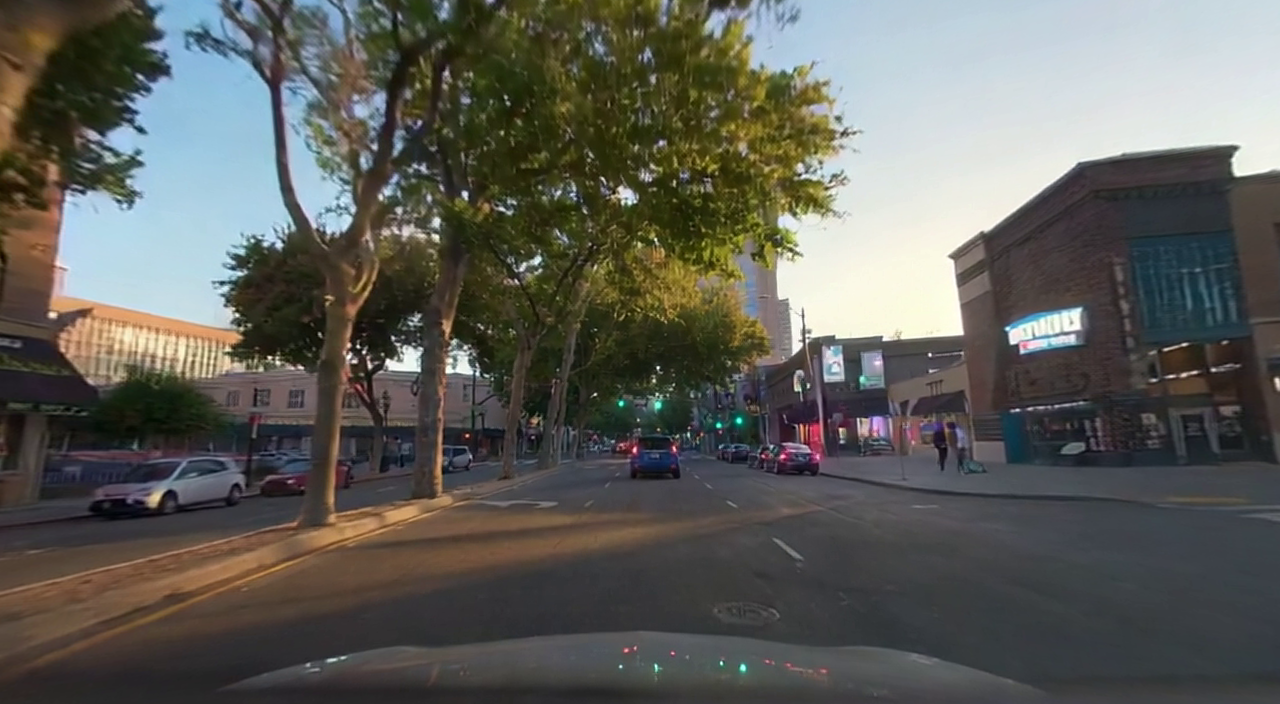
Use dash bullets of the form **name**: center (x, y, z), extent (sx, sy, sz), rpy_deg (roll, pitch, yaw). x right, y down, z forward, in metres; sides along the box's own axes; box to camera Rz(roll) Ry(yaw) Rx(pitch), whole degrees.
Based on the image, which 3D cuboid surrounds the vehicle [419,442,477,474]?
- **vehicle**: center (-12.949, 7.145, 42.971), extent (2.197, 1.985, 5.183), rpy_deg (-1, -8, 2)

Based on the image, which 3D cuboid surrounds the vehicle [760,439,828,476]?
- **vehicle**: center (6.778, 4.698, 28.354), extent (2.048, 1.484, 4.709), rpy_deg (-1, -8, 2)

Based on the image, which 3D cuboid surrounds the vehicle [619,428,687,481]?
- **vehicle**: center (0.494, 3.936, 24.507), extent (2.382, 1.796, 4.610), rpy_deg (-1, -8, 1)

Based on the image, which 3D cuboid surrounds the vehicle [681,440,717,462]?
- **vehicle**: center (4.180, 7.101, 45.460), extent (2.209, 1.478, 4.138), rpy_deg (-1, -8, 1)

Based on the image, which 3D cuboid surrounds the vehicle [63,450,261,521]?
- **vehicle**: center (-13.542, 3.749, 18.390), extent (2.148, 1.694, 4.561), rpy_deg (-2, -8, 1)

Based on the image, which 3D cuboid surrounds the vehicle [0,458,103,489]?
- **vehicle**: center (-34.698, 7.088, 37.129), extent (1.982, 1.610, 4.620), rpy_deg (-3, -9, 3)

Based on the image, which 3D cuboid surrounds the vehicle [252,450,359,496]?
- **vehicle**: center (-13.473, 4.876, 25.802), extent (1.934, 1.639, 4.387), rpy_deg (-1, -8, 1)
